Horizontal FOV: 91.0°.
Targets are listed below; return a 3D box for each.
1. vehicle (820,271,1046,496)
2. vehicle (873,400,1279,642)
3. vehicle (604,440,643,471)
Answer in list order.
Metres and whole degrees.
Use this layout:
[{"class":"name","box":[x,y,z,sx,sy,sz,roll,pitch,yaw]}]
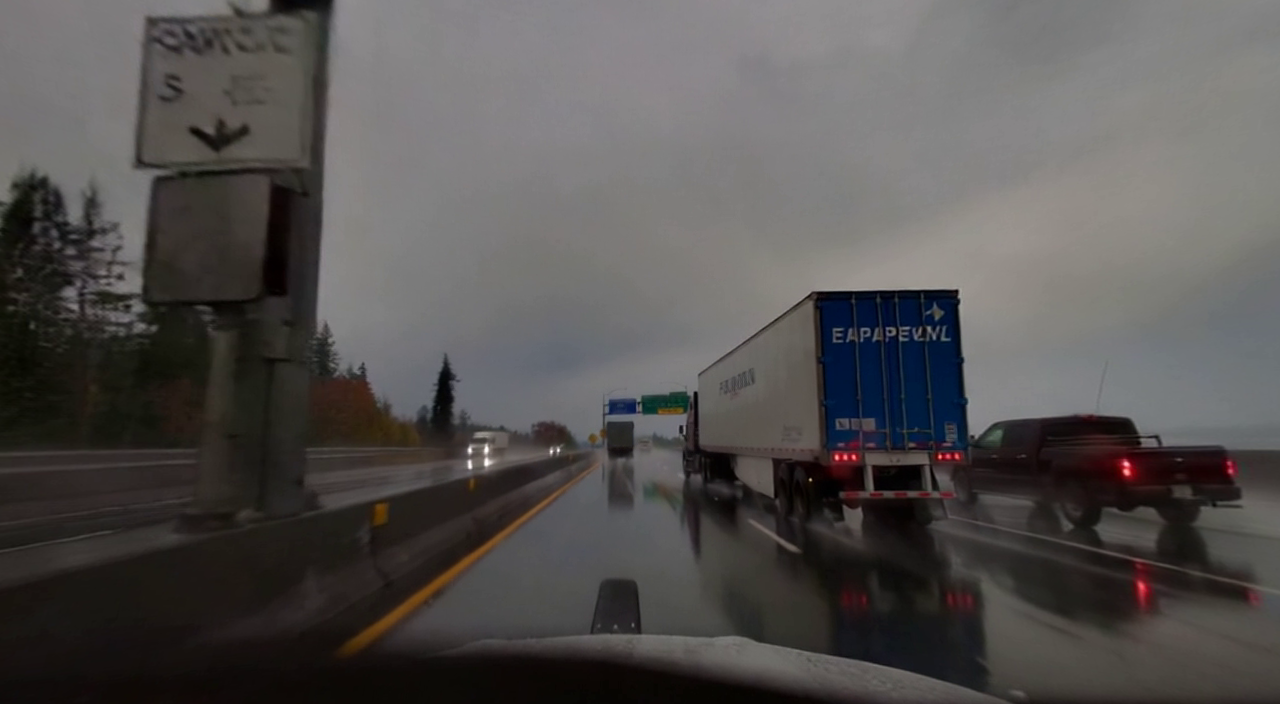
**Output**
[{"class":"vehicle","box":[4.244,0.527,9.577,2.244,3.047,2.035,0,-8,-2]},{"class":"vehicle","box":[4.571,1.344,6.052,4.253,1.543,2.045,4,-9,-30]},{"class":"vehicle","box":[-0.879,5.376,32.937,1.943,1.491,3.459,0,-8,-2]}]
